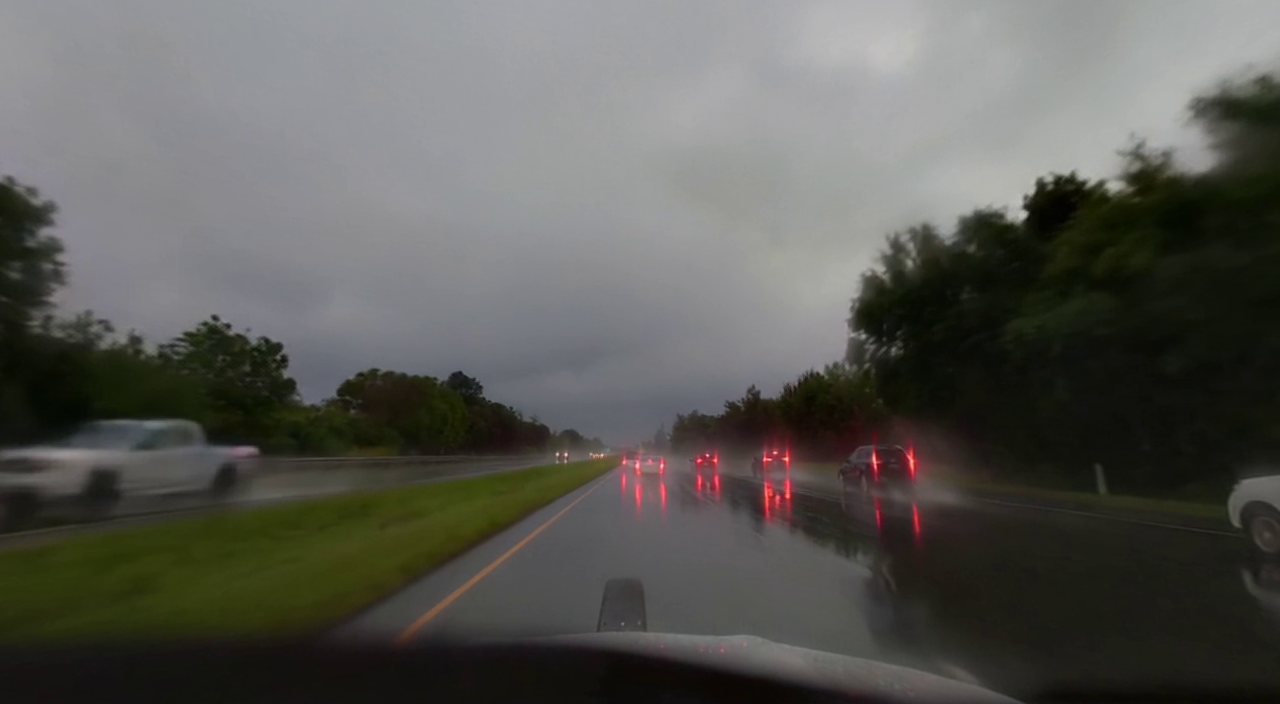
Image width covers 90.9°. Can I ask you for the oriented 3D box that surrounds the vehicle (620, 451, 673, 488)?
[{"bbox_3d":[0.243,4.855,26.326,2.020,1.426,3.702,0,-9,0],"label":"vehicle"}]

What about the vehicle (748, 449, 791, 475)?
[{"bbox_3d":[8.484,7.241,41.525,1.957,1.594,3.632,0,-9,-2],"label":"vehicle"}]

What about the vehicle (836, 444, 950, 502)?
[{"bbox_3d":[7.587,3.640,19.317,1.847,1.554,3.752,0,-9,-1],"label":"vehicle"}]

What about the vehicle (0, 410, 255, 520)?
[{"bbox_3d":[-9.310,1.985,11.367,2.015,1.592,4.220,0,-9,0],"label":"vehicle"}]

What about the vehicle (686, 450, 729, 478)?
[{"bbox_3d":[3.881,6.533,36.942,1.981,1.518,4.029,0,-9,-2],"label":"vehicle"}]
